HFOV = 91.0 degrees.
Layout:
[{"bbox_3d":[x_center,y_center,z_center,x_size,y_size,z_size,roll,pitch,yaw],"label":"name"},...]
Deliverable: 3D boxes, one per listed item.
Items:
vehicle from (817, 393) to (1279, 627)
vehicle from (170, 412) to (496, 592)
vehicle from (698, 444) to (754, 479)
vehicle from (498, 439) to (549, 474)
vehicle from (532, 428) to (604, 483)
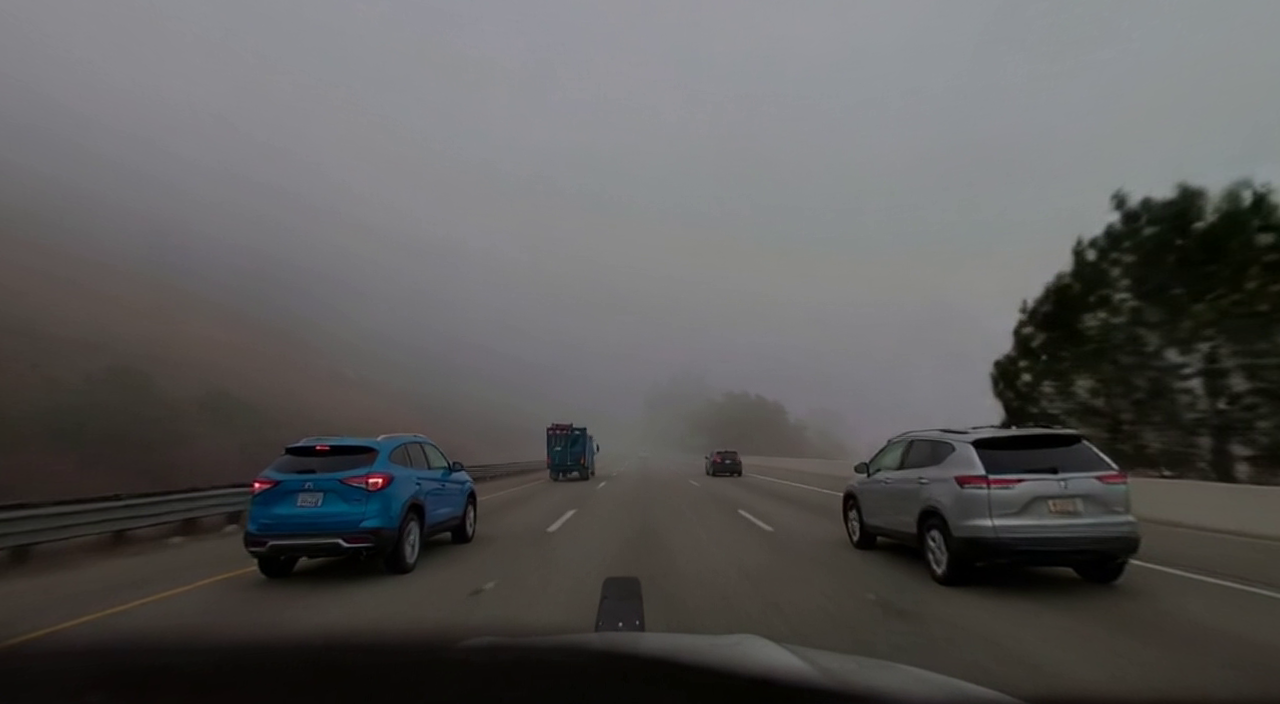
[{"bbox_3d":[3.678,1.498,6.979,2.066,1.696,4.604,0,-8,0],"label":"vehicle"},{"bbox_3d":[-3.458,1.764,8.246,2.080,1.716,4.207,0,-8,1],"label":"vehicle"},{"bbox_3d":[4.169,5.351,31.180,2.071,1.570,4.637,0,-8,0],"label":"vehicle"},{"bbox_3d":[-6.935,6.277,38.016,2.149,1.922,4.976,0,-8,0],"label":"vehicle"},{"bbox_3d":[-3.035,4.541,27.911,2.494,2.136,5.539,0,-8,1],"label":"vehicle"}]
